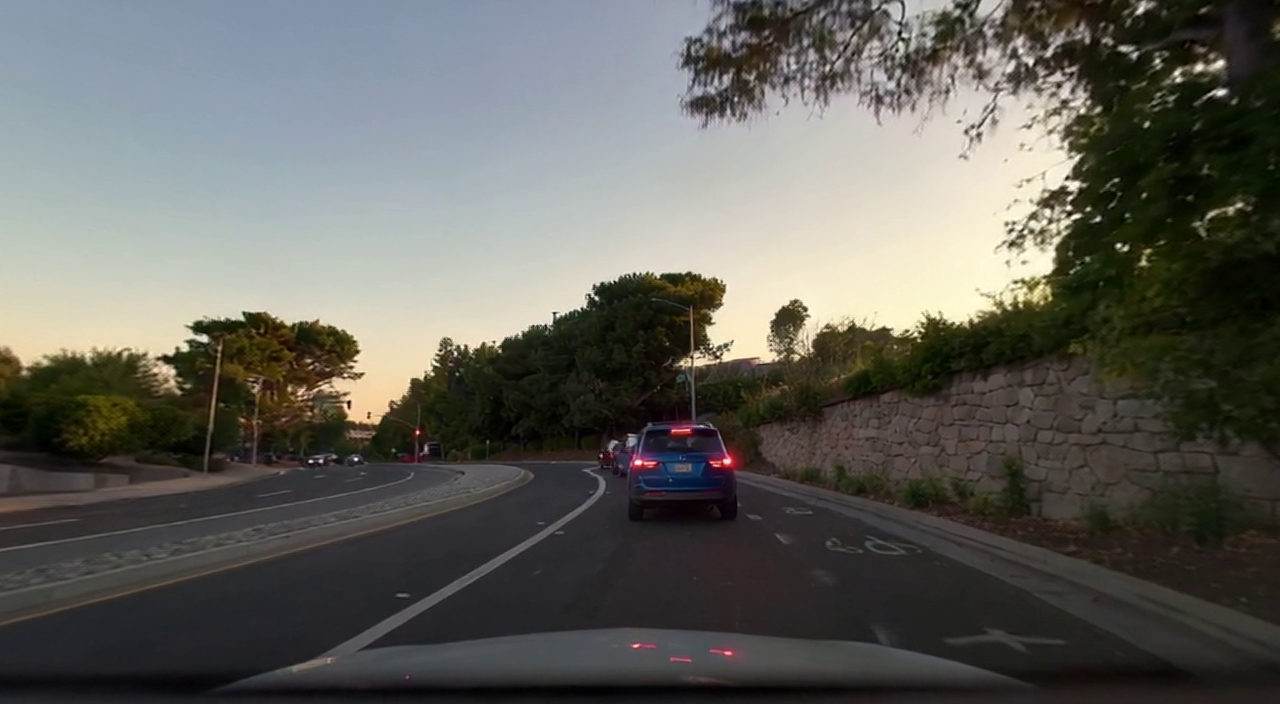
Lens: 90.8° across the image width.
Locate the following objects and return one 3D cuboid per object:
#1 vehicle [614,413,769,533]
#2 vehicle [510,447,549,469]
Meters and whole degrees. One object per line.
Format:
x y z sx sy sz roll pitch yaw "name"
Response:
0.738 2.109 11.584 2.287 1.762 4.269 0 -8 -1 "vehicle"
-8.071 7.685 45.876 2.023 1.474 4.286 3 -9 -19 "vehicle"
